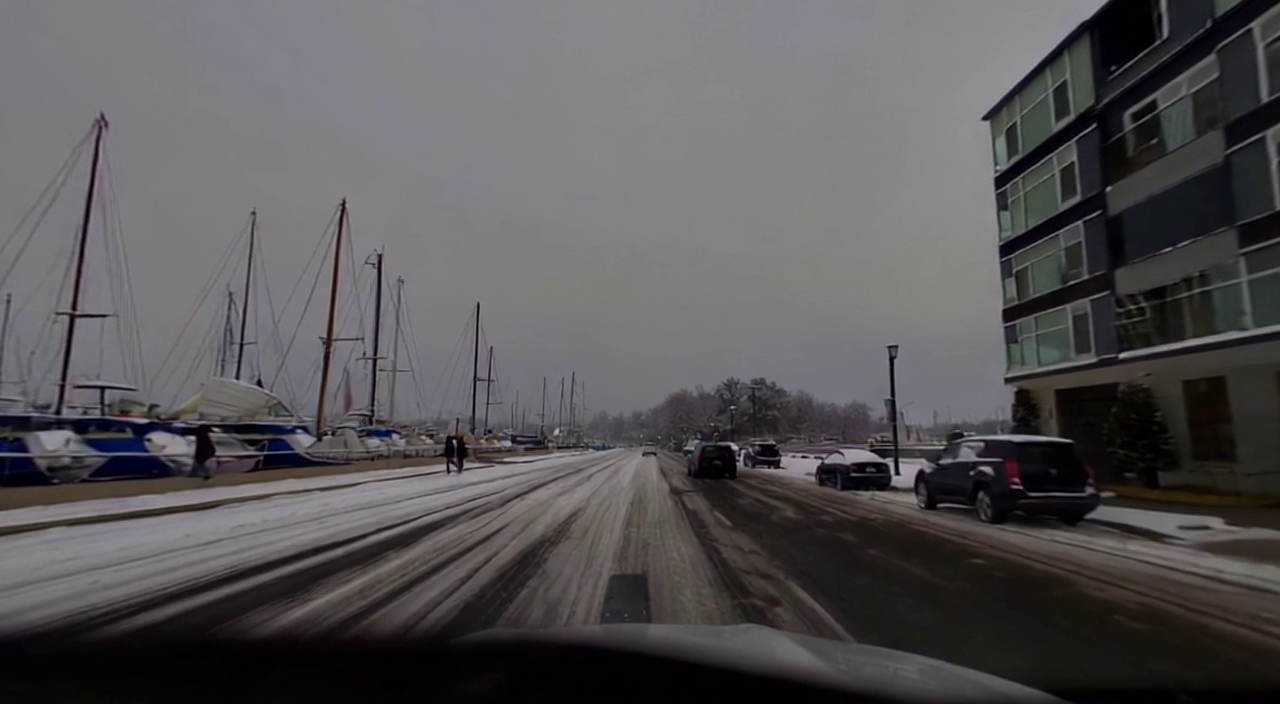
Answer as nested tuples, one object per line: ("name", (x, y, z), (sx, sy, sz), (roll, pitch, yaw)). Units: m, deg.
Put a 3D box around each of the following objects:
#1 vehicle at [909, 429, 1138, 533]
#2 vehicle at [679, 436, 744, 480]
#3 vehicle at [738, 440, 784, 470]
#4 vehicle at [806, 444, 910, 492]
("vehicle", (7.442, 2.525, 12.948), (1.901, 1.726, 4.517), (0, -9, 1))
("vehicle", (2.809, 4.284, 25.653), (2.047, 1.640, 4.051), (0, -9, -1))
("vehicle", (7.600, 6.532, 40.107), (2.029, 1.750, 4.825), (0, -9, 1))
("vehicle", (7.571, 4.068, 22.446), (2.112, 1.514, 4.371), (0, -9, 0))
